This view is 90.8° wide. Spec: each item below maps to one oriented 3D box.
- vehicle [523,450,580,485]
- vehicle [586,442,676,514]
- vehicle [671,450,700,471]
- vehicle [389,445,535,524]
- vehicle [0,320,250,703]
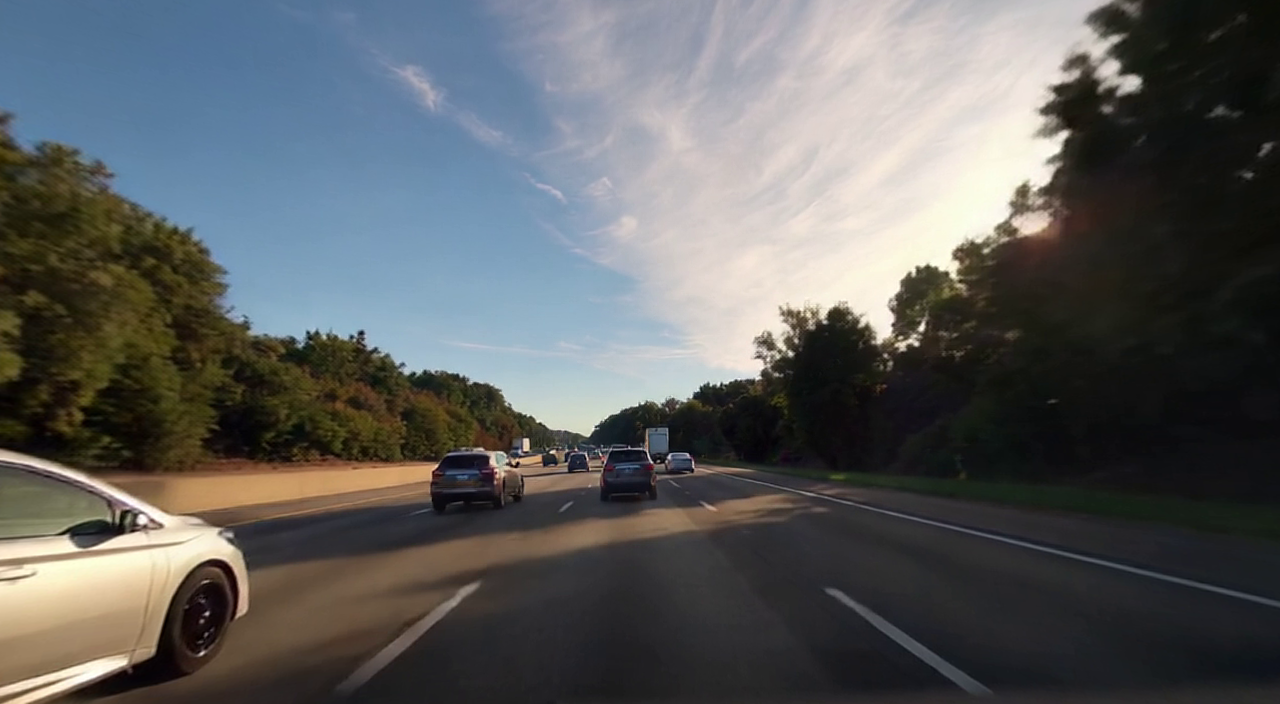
[{"bbox_3d":[-4.026,5.344,29.426,1.999,1.484,4.269,0,-9,1],"label":"vehicle"},{"bbox_3d":[-0.195,3.081,15.761,1.996,1.574,3.426,0,-9,0],"label":"vehicle"},{"bbox_3d":[3.491,8.440,49.209,1.858,1.537,3.838,0,-9,-2],"label":"vehicle"},{"bbox_3d":[-3.790,2.906,14.367,1.988,1.501,4.438,0,-9,0],"label":"vehicle"},{"bbox_3d":[-3.953,0.681,1.954,2.243,1.889,4.949,0,-9,1],"label":"vehicle"}]
